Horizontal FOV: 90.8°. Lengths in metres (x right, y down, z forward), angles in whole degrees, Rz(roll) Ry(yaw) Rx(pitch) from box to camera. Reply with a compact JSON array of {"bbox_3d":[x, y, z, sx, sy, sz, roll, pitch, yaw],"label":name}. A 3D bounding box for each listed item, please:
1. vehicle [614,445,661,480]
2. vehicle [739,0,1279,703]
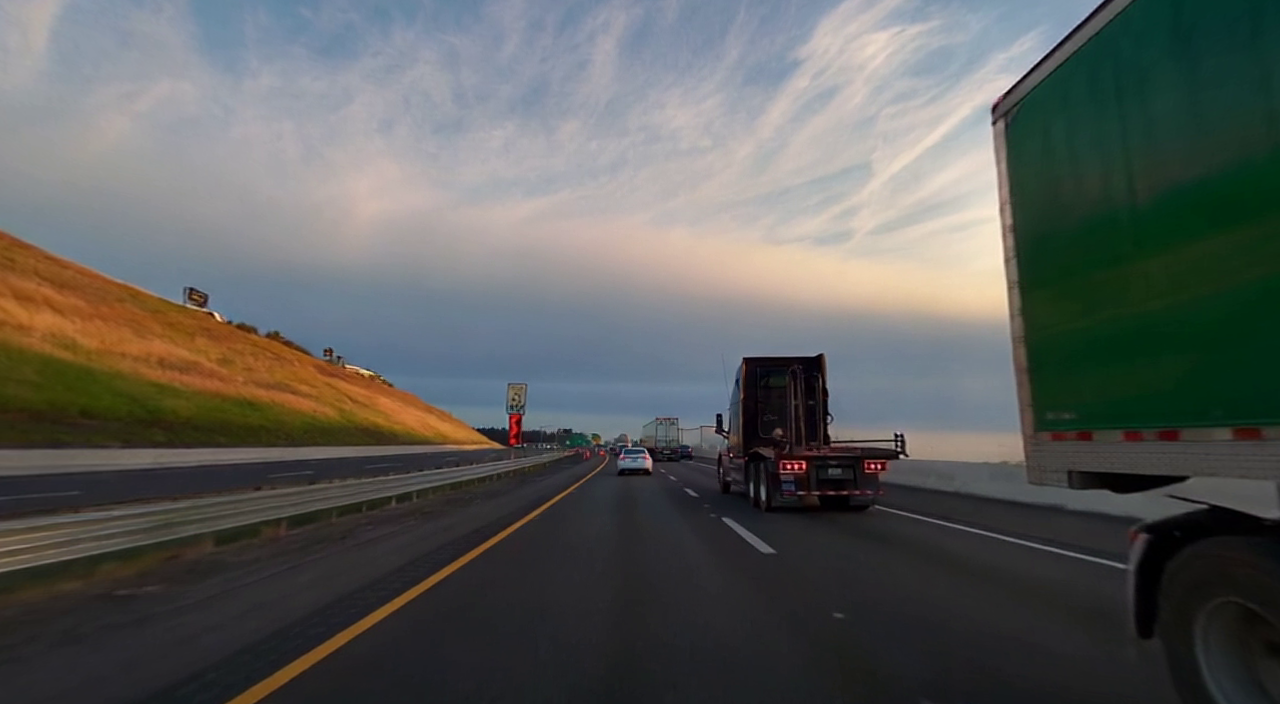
[{"bbox_3d":[-0.131,4.875,27.989,1.927,1.437,3.794,0,-9,0],"label":"vehicle"},{"bbox_3d":[3.613,0.377,6.838,2.874,4.065,14.243,0,-9,0],"label":"vehicle"}]
